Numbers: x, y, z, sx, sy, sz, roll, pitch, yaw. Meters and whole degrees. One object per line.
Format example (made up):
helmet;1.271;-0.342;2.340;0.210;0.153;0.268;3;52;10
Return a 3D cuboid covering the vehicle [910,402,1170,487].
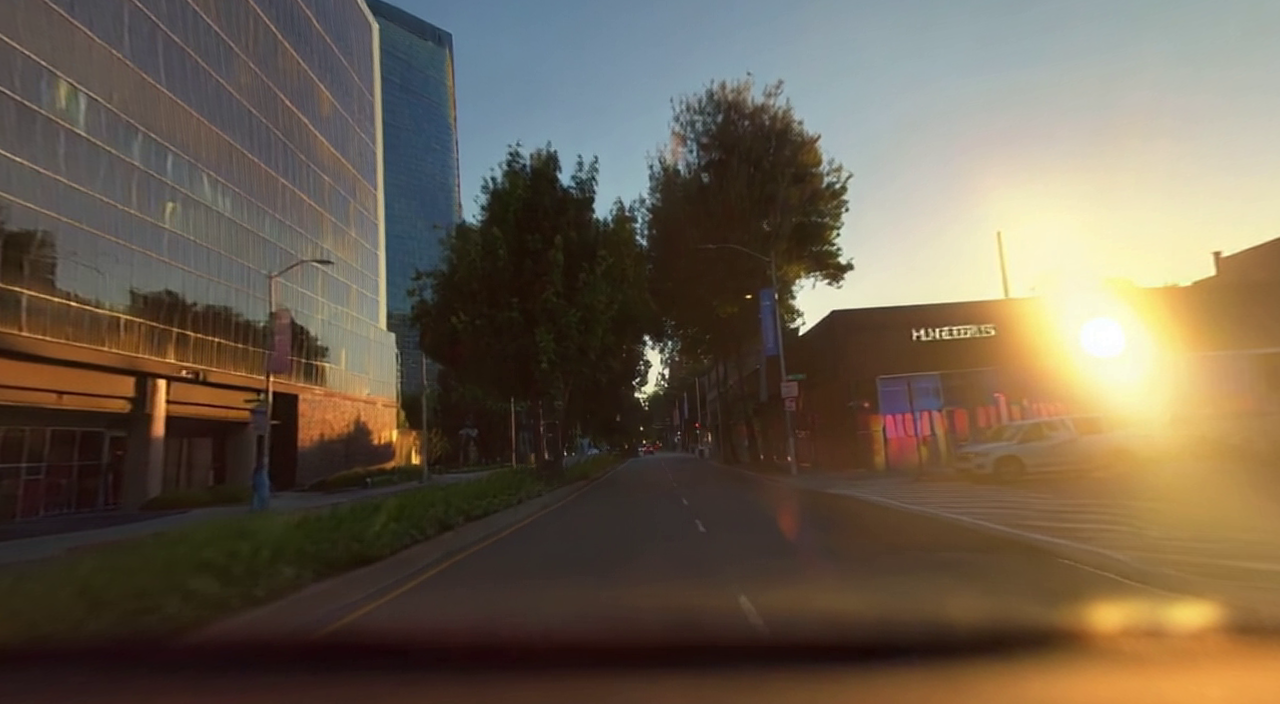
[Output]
vehicle;9.310;2.239;15.260;4.694;1.826;2.226;-2;-9;11
